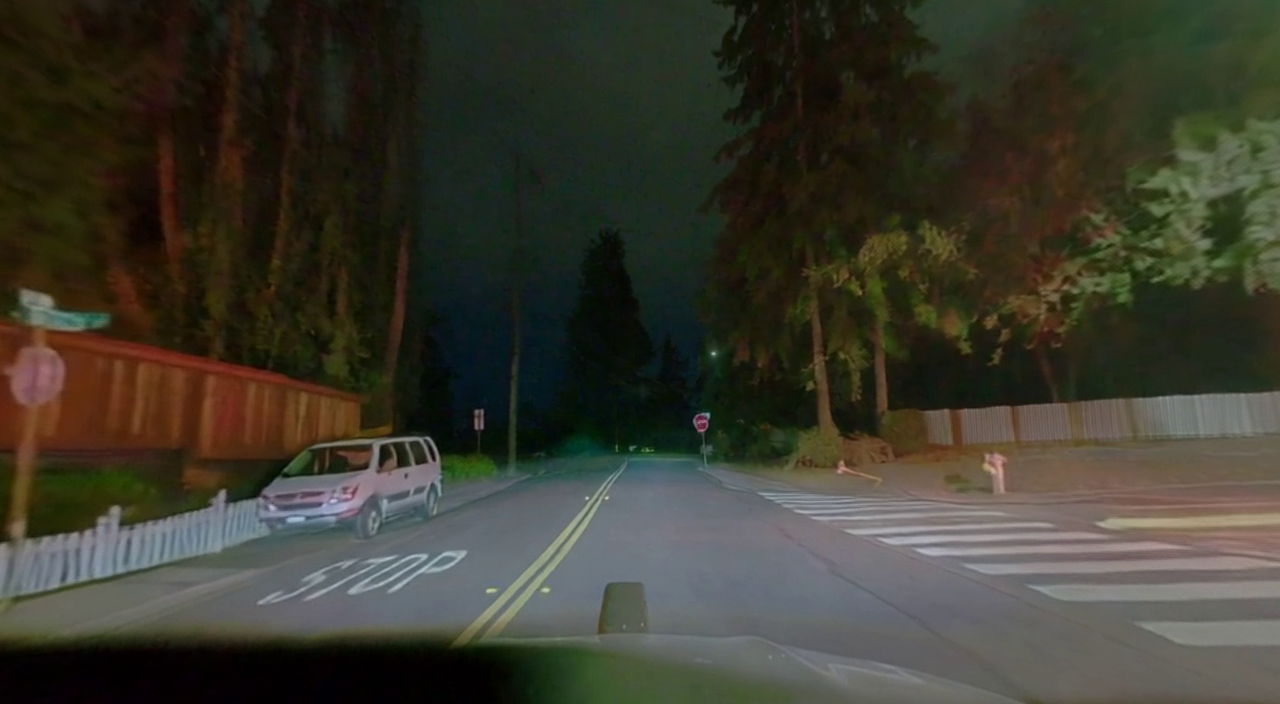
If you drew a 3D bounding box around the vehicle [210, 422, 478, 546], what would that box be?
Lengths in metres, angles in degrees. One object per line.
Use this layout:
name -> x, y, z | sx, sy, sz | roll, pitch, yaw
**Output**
vehicle -> -5.497, 2.507, 13.073 | 2.308, 1.899, 6.107 | -2, -8, 4
